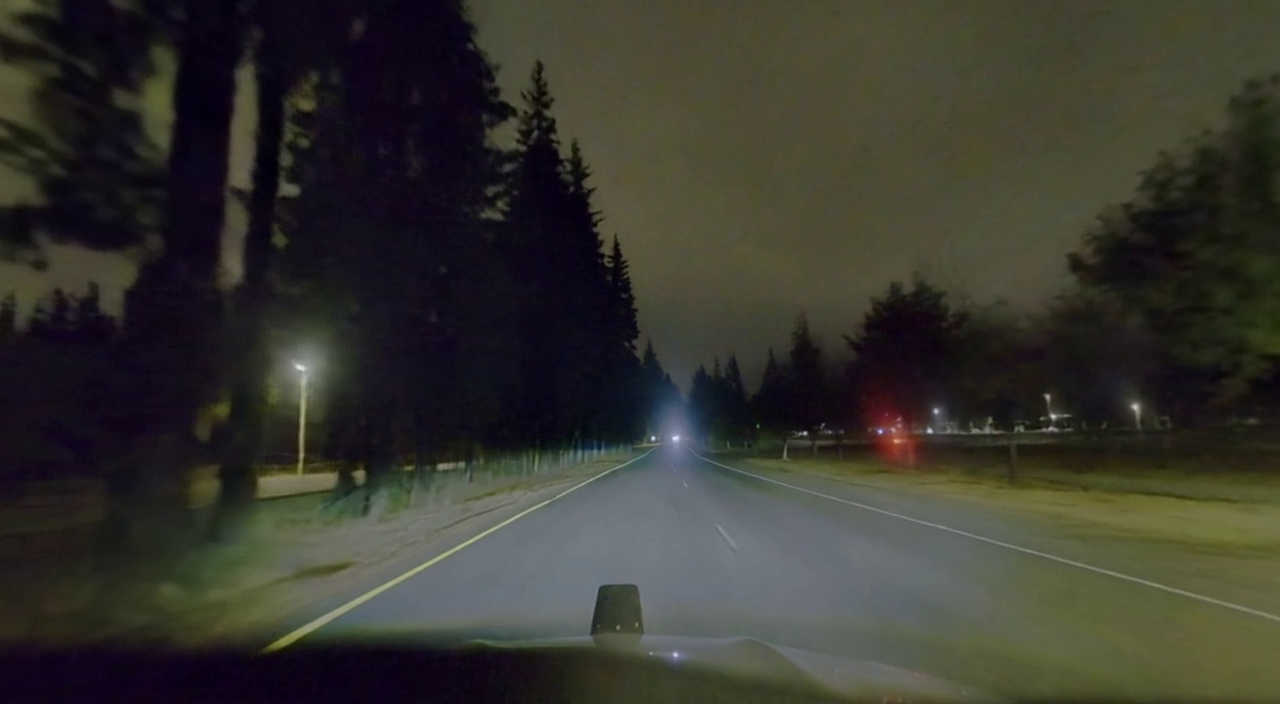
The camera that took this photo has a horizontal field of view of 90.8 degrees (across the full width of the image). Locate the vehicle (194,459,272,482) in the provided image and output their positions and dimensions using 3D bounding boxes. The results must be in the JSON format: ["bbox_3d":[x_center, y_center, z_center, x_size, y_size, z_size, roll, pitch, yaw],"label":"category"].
[{"bbox_3d":[-31.134,9.078,48.390,4.606,1.606,2.045,-1,-8,2],"label":"vehicle"}]
